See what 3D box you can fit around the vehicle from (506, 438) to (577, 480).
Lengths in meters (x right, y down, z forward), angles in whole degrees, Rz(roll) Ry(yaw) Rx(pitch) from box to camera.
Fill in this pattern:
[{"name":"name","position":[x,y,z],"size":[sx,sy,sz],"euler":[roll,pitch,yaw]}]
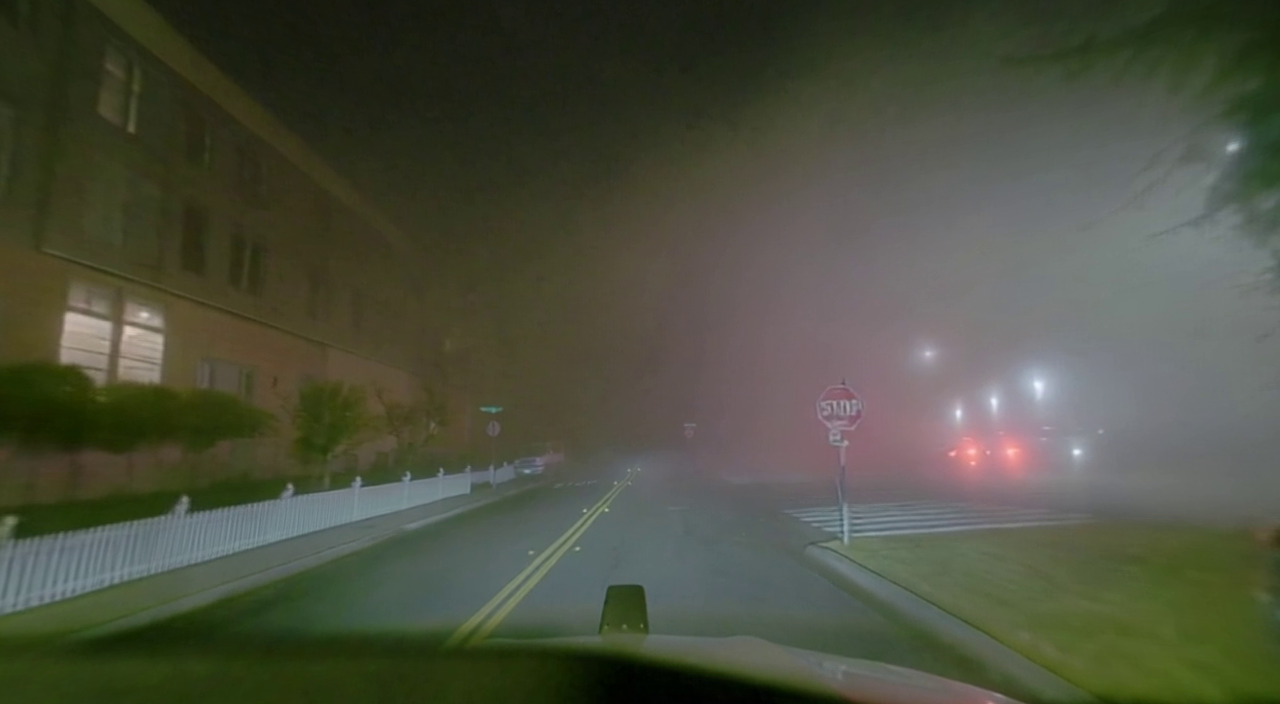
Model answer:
[{"name":"vehicle","position":[-4.933,5.462,32.657],"size":[2.308,1.899,6.107],"euler":[-1,-8,4]}]
